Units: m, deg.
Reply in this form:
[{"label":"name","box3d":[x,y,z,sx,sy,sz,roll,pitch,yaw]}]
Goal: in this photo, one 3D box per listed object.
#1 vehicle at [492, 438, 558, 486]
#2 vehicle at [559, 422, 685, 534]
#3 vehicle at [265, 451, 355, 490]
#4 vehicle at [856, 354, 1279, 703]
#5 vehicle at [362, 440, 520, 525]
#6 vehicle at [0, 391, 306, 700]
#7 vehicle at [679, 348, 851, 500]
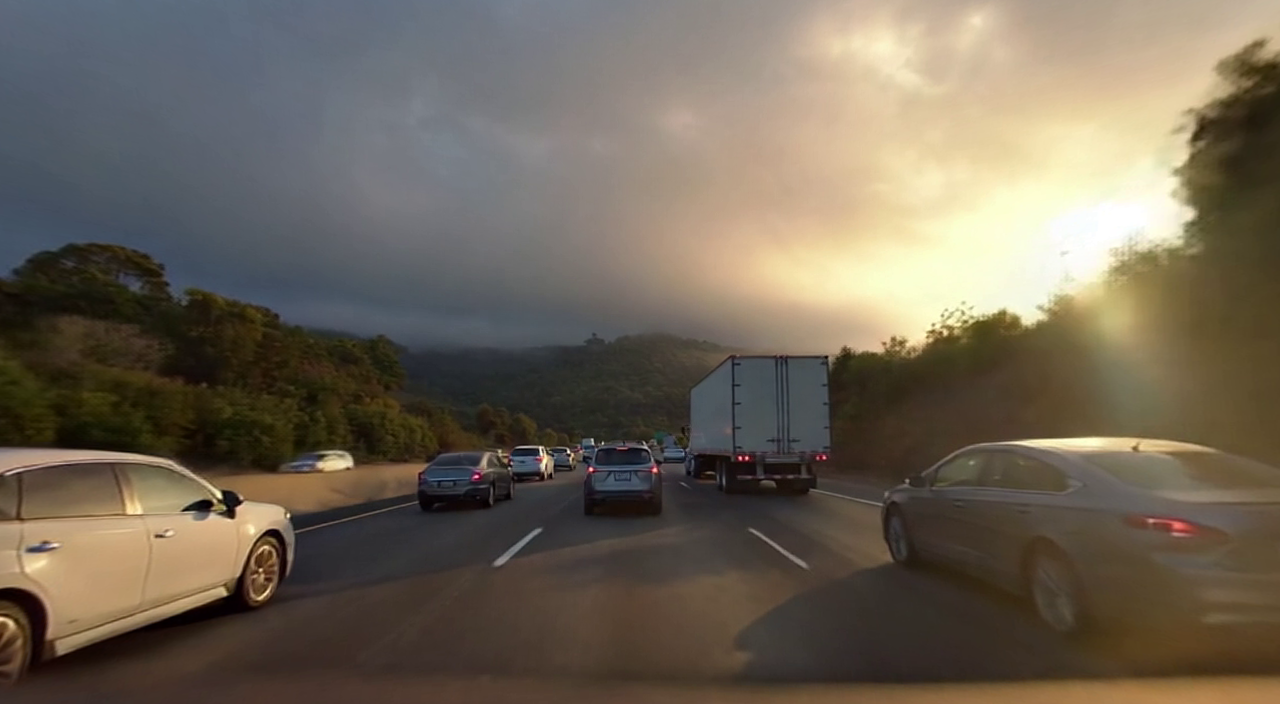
[{"label":"vehicle","box3d":[-4.697,4.538,26.242,1.959,1.808,3.790,0,-9,1]},{"label":"vehicle","box3d":[-0.305,2.369,12.386,2.037,1.792,4.194,0,-9,0]},{"label":"vehicle","box3d":[-16.388,5.879,31.607,1.963,1.754,4.672,0,-9,0]},{"label":"vehicle","box3d":[3.642,1.236,5.138,2.076,1.751,4.666,0,-9,0]},{"label":"vehicle","box3d":[-3.987,2.680,13.523,1.923,1.503,4.293,0,-9,1]},{"label":"vehicle","box3d":[-4.286,1.188,4.364,1.789,1.620,3.841,0,-9,0]},{"label":"vehicle","box3d":[3.848,3.126,24.861,3.186,4.111,15.553,0,-9,-2]}]
